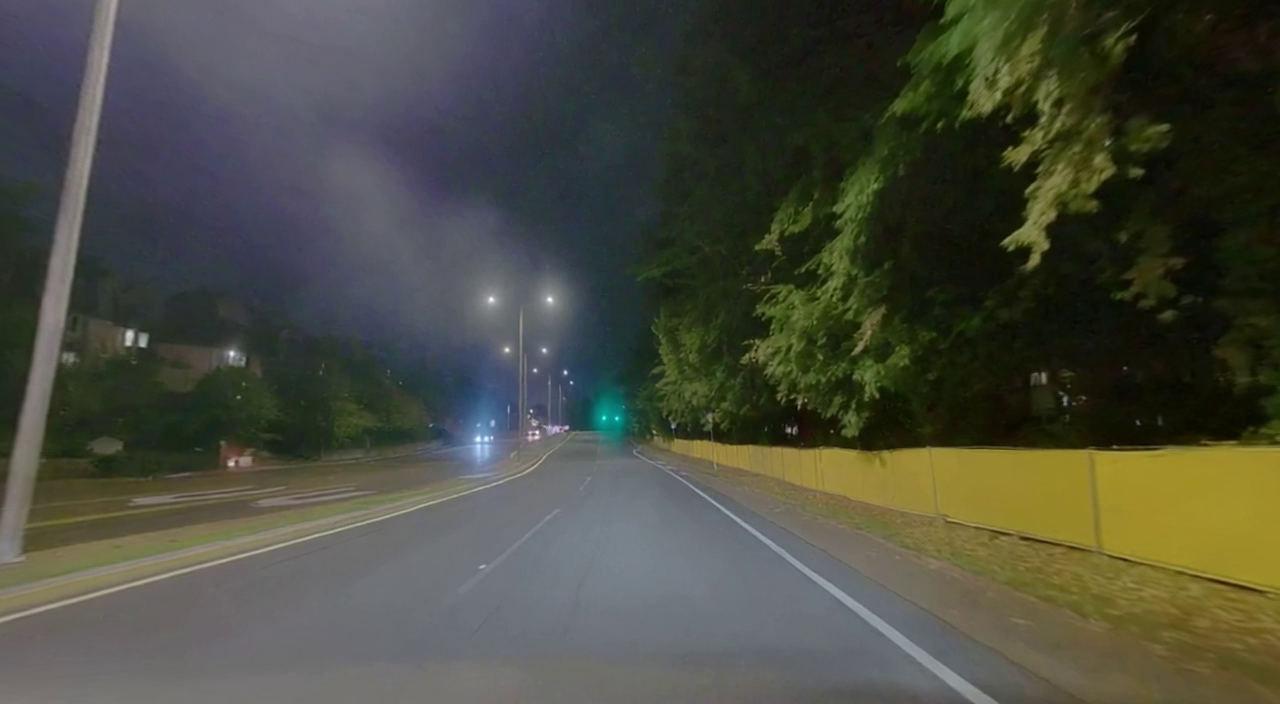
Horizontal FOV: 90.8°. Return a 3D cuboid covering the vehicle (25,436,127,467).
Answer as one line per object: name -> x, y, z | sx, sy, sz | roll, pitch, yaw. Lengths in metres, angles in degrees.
vehicle -> -32.284, 5.675, 36.237 | 4.017, 1.663, 1.966 | -1, -8, 2
